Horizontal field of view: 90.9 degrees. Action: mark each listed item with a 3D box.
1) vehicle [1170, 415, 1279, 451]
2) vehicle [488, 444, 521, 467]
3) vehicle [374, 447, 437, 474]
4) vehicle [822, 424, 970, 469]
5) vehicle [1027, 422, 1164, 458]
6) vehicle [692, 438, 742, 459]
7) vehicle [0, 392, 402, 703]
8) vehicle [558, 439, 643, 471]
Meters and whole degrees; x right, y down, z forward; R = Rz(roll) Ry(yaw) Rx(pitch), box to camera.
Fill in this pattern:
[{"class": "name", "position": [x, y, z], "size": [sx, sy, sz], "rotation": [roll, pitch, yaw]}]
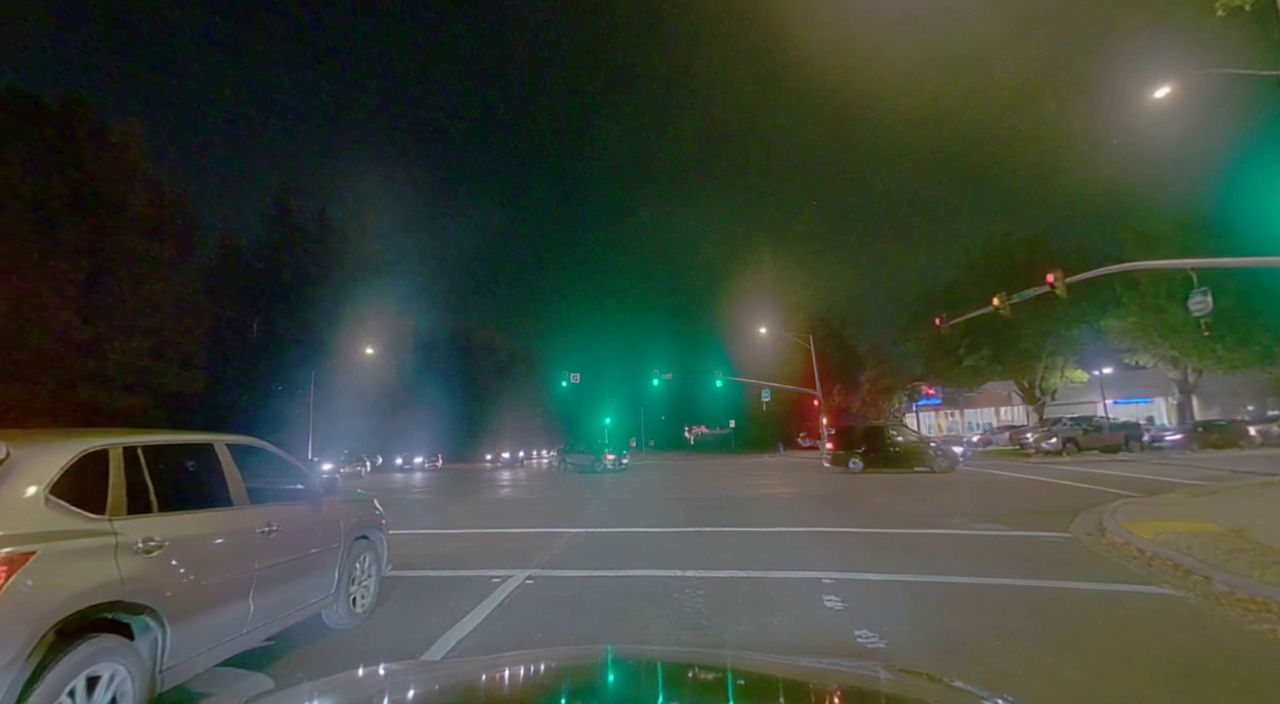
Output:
[{"class": "vehicle", "position": [26.858, 3.657, 28.403], "size": [4.240, 1.540, 1.944], "rotation": [0, -9, -4]}, {"class": "vehicle", "position": [-9.088, 6.955, 42.525], "size": [1.841, 1.450, 4.364], "rotation": [1, -9, -8]}, {"class": "vehicle", "position": [-14.161, 6.554, 38.329], "size": [1.920, 1.489, 4.415], "rotation": [-1, -8, 3]}, {"class": "vehicle", "position": [10.156, 3.814, 25.422], "size": [5.268, 1.687, 1.942], "rotation": [-3, -9, 18]}, {"class": "vehicle", "position": [19.946, 3.866, 27.737], "size": [4.552, 1.492, 2.002], "rotation": [0, -9, -4]}, {"class": "vehicle", "position": [5.814, 7.412, 48.299], "size": [1.868, 1.495, 4.467], "rotation": [3, -9, -21]}, {"class": "vehicle", "position": [-2.952, 0.986, 2.713], "size": [1.924, 1.482, 4.734], "rotation": [0, -8, 1]}, {"class": "vehicle", "position": [-2.050, 5.155, 31.788], "size": [1.986, 1.478, 4.180], "rotation": [8, -12, -44]}]
